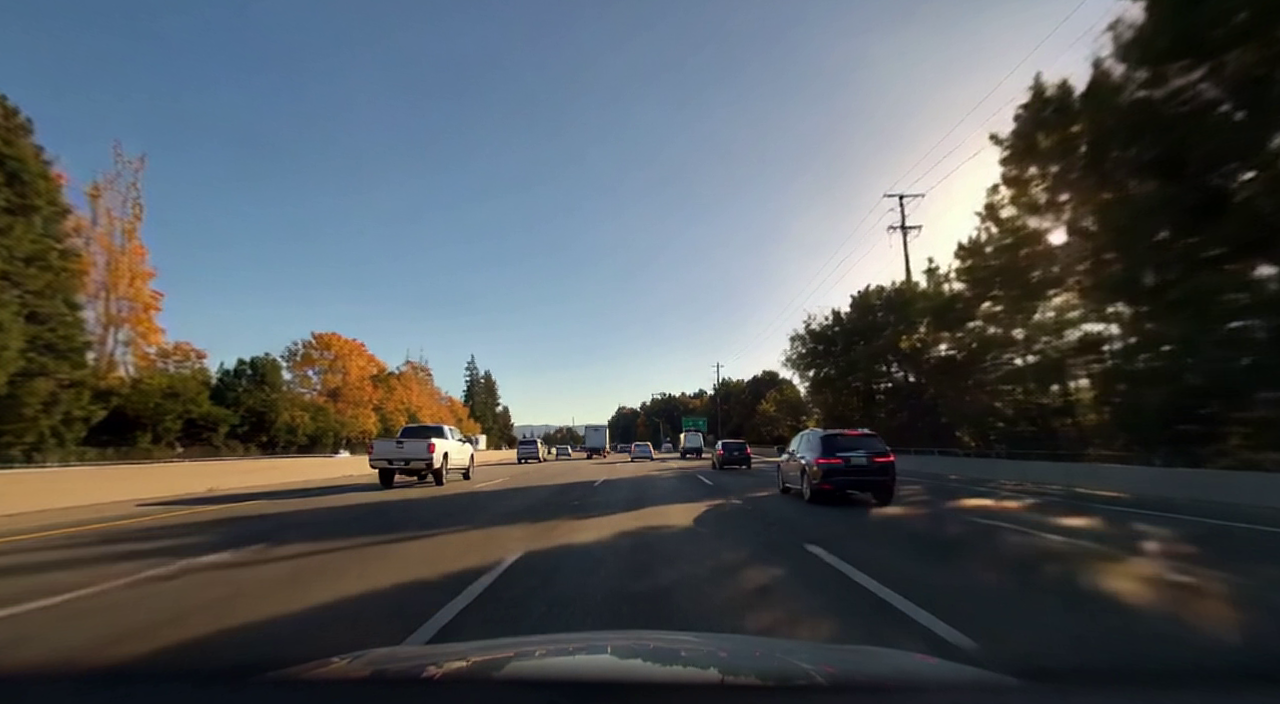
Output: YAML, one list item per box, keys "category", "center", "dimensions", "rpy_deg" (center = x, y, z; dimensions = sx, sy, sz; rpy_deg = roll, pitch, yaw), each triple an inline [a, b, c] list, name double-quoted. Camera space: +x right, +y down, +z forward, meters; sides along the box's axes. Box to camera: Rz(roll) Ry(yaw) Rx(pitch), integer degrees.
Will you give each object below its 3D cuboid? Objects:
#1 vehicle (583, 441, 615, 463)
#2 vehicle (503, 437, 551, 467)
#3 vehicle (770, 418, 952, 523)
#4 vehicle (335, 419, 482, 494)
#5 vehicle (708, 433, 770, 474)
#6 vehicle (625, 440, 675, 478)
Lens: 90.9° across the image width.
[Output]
- category: "vehicle"
  center: [-2.820, 7.065, 44.567]
  dimensions: [1.904, 1.479, 4.274]
  rpy_deg: [0, -8, 1]
- category: "vehicle"
  center: [-6.654, 5.965, 37.668]
  dimensions: [1.978, 1.680, 4.263]
  rpy_deg: [0, -8, 1]
- category: "vehicle"
  center: [4.068, 2.258, 12.518]
  dimensions: [2.002, 1.691, 4.290]
  rpy_deg: [0, -8, 0]
- category: "vehicle"
  center: [-6.751, 3.152, 19.345]
  dimensions: [2.269, 1.936, 5.777]
  rpy_deg: [0, -8, 1]
- category: "vehicle"
  center: [4.559, 4.759, 29.875]
  dimensions: [2.195, 1.778, 4.455]
  rpy_deg: [0, -8, 0]
- category: "vehicle"
  center: [0.409, 4.511, 26.830]
  dimensions: [1.966, 1.444, 3.986]
  rpy_deg: [0, -8, 0]
